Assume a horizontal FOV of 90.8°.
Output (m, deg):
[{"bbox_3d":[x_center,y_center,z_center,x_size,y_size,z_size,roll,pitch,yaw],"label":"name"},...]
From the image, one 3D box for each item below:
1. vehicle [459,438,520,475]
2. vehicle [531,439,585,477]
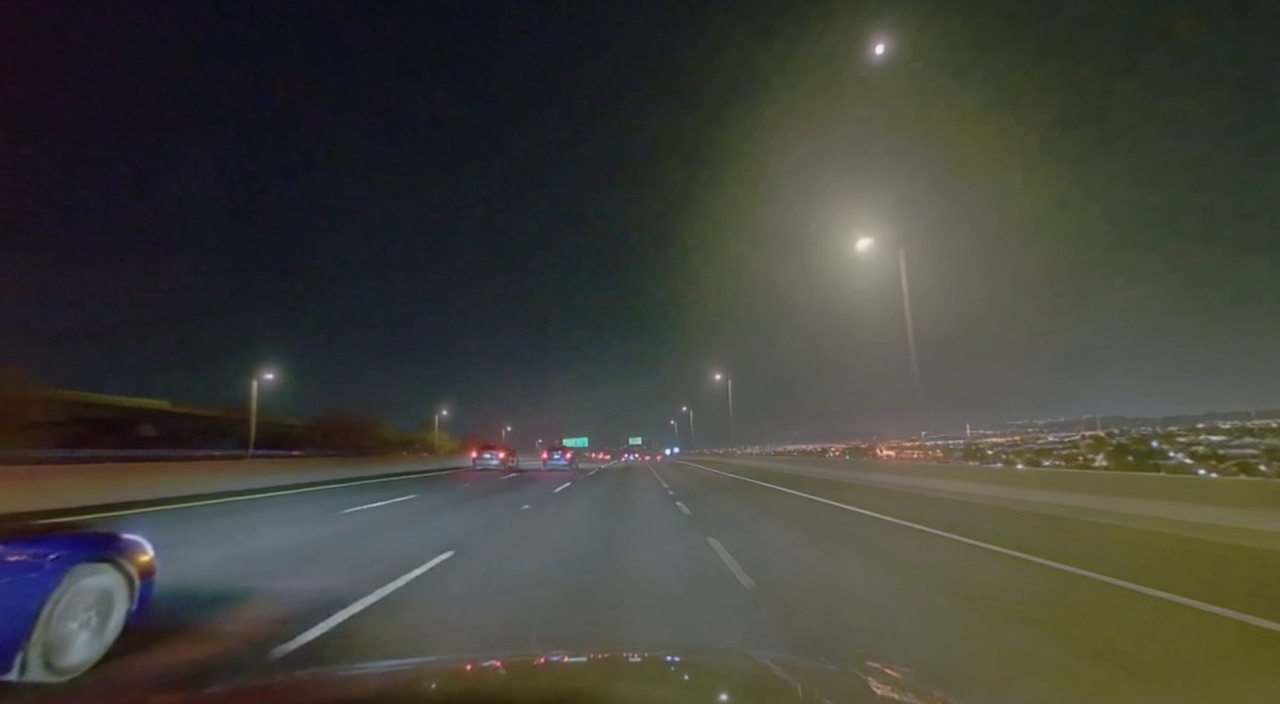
[{"bbox_3d":[-7.890,5.535,33.635,2.040,1.824,4.917,0,-9,0],"label":"vehicle"},{"bbox_3d":[-3.978,5.218,31.279,2.075,1.702,4.257,0,-9,1],"label":"vehicle"}]
